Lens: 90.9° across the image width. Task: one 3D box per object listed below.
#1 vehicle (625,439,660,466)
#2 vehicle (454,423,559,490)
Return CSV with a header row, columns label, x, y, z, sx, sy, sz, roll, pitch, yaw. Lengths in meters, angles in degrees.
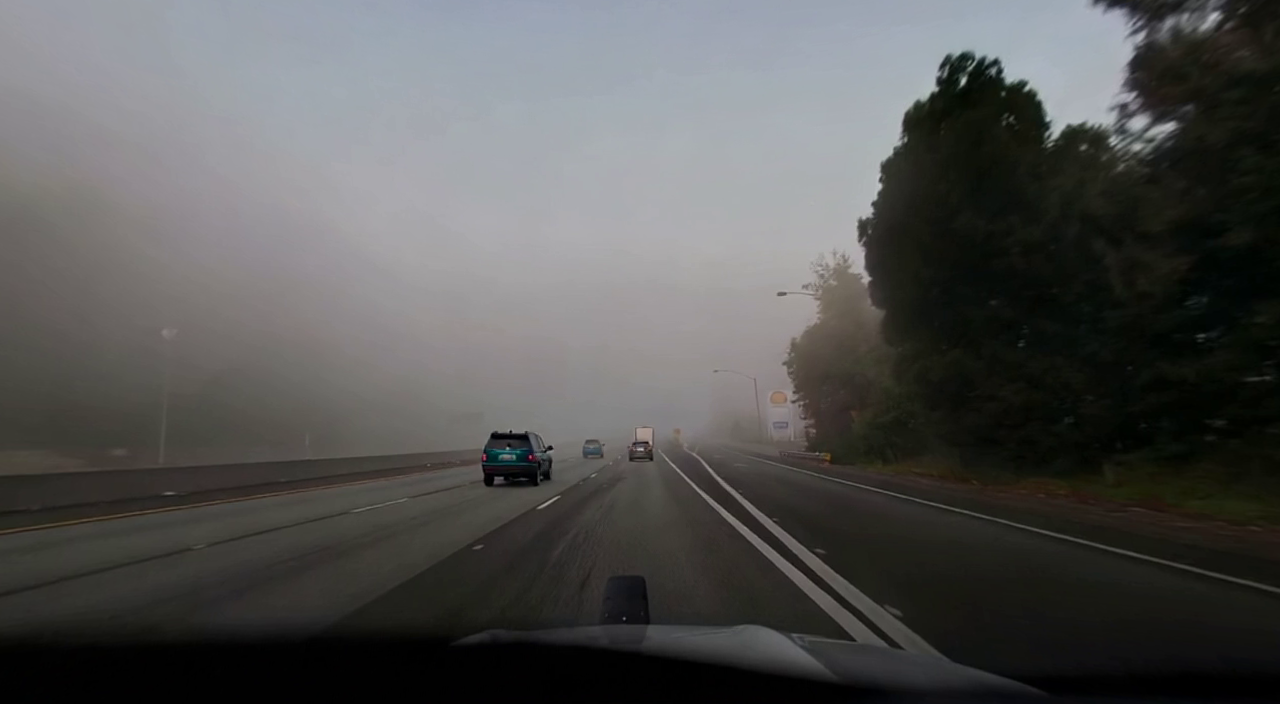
label,x,y,z,sx,sy,sz,roll,pitch,yaw
vehicle,0.128,6.004,37.735,1.982,1.524,3.800,0,-8,-1
vehicle,-4.127,3.333,20.413,2.273,1.884,4.515,0,-8,2
